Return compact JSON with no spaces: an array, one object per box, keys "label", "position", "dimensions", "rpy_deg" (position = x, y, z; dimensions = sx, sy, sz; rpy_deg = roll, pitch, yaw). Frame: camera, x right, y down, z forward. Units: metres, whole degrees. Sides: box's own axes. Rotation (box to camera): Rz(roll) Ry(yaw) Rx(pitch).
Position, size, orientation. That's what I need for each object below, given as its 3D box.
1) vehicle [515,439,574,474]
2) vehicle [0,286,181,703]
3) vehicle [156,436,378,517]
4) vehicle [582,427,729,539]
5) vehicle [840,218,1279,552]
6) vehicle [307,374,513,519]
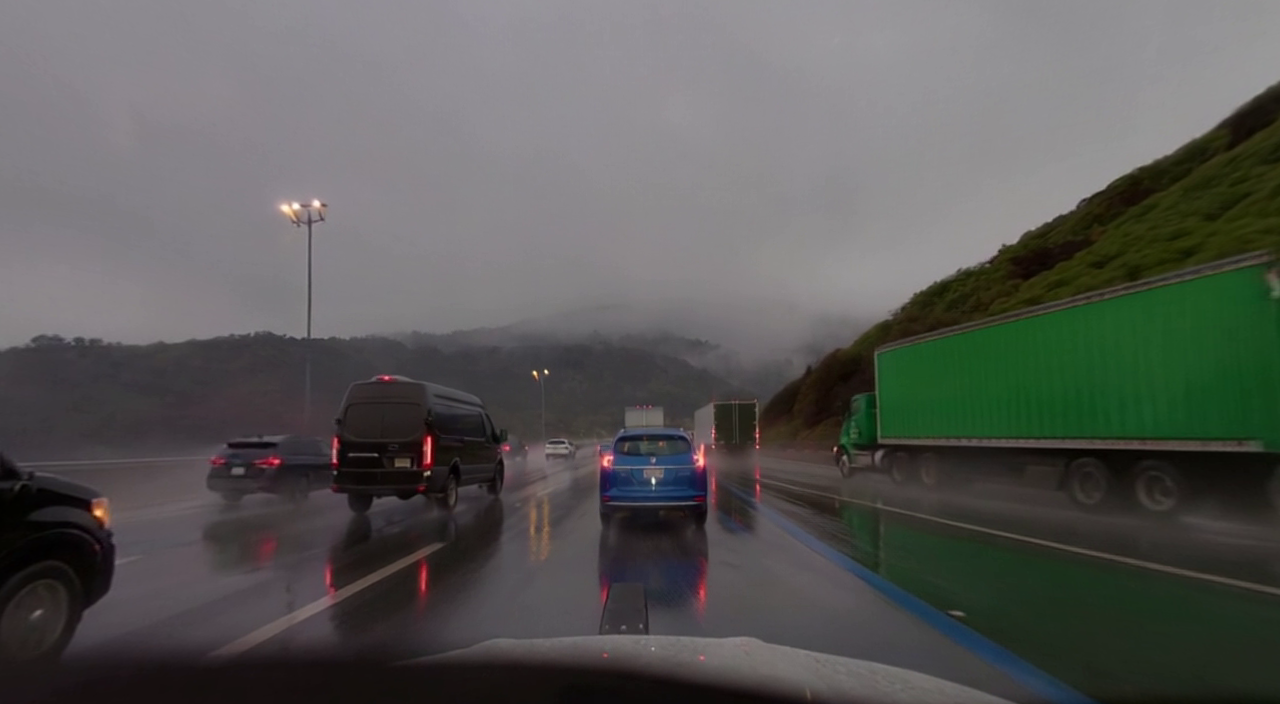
[{"label":"vehicle","position":[-4.341,4.834,29.446],"dimensions":[2.007,1.457,4.447],"rpy_deg":[0,-8,1]},{"label":"vehicle","position":[-4.275,0.493,1.527],"dimensions":[2.195,2.086,5.445],"rpy_deg":[0,-8,0]},{"label":"vehicle","position":[-7.844,2.623,13.965],"dimensions":[1.968,1.459,4.737],"rpy_deg":[-1,-8,1]},{"label":"vehicle","position":[0.164,2.076,10.631],"dimensions":[2.003,1.499,3.930],"rpy_deg":[0,-8,-1]},{"label":"vehicle","position":[8.129,1.141,12.562],"dimensions":[2.977,3.878,11.111],"rpy_deg":[1,-9,-10]},{"label":"vehicle","position":[-4.608,2.072,13.975],"dimensions":[2.300,2.522,5.701],"rpy_deg":[0,-8,1]}]
